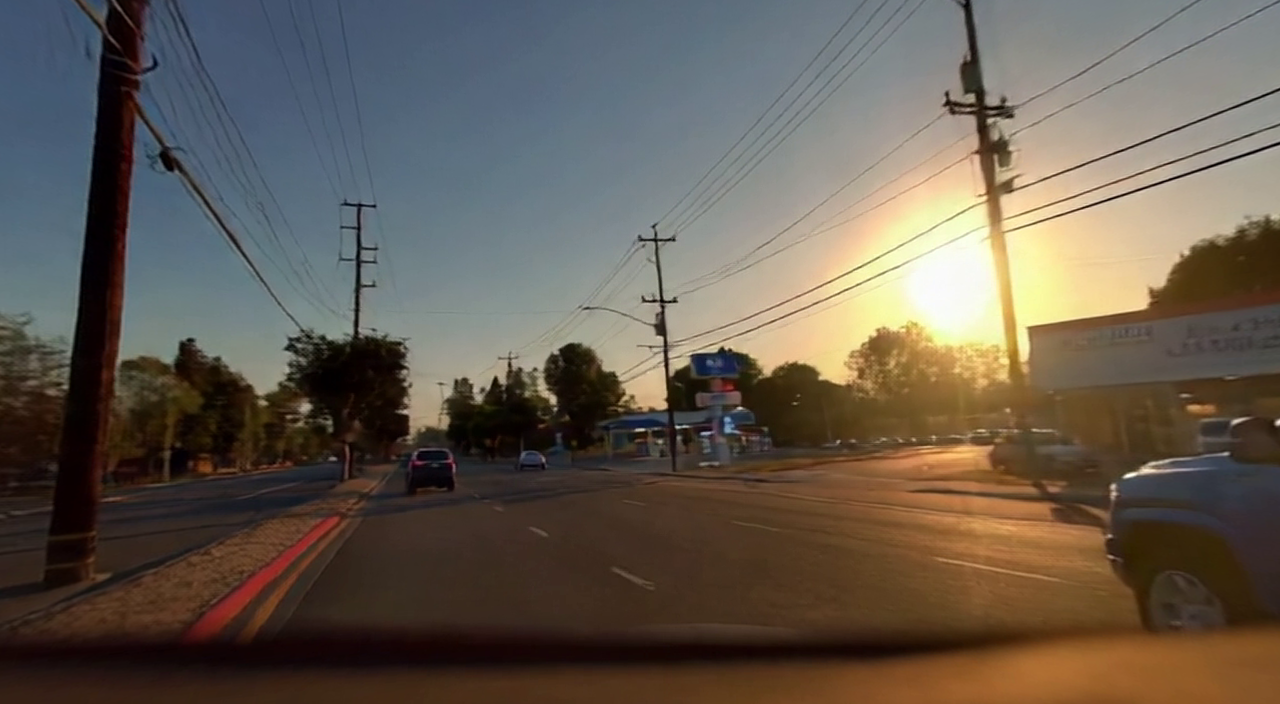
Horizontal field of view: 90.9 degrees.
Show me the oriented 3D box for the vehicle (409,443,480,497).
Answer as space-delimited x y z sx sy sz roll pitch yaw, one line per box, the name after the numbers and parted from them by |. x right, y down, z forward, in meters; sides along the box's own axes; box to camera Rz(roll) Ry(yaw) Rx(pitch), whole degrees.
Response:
-7.664 4.452 24.381 2.141 1.842 4.889 3 -9 -22 | vehicle

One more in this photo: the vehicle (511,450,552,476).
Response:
-6.917 6.979 39.964 1.760 1.481 4.161 3 -9 -21 | vehicle

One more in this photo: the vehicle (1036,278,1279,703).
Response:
3.525 0.442 1.128 2.036 1.818 5.192 0 -8 -3 | vehicle
